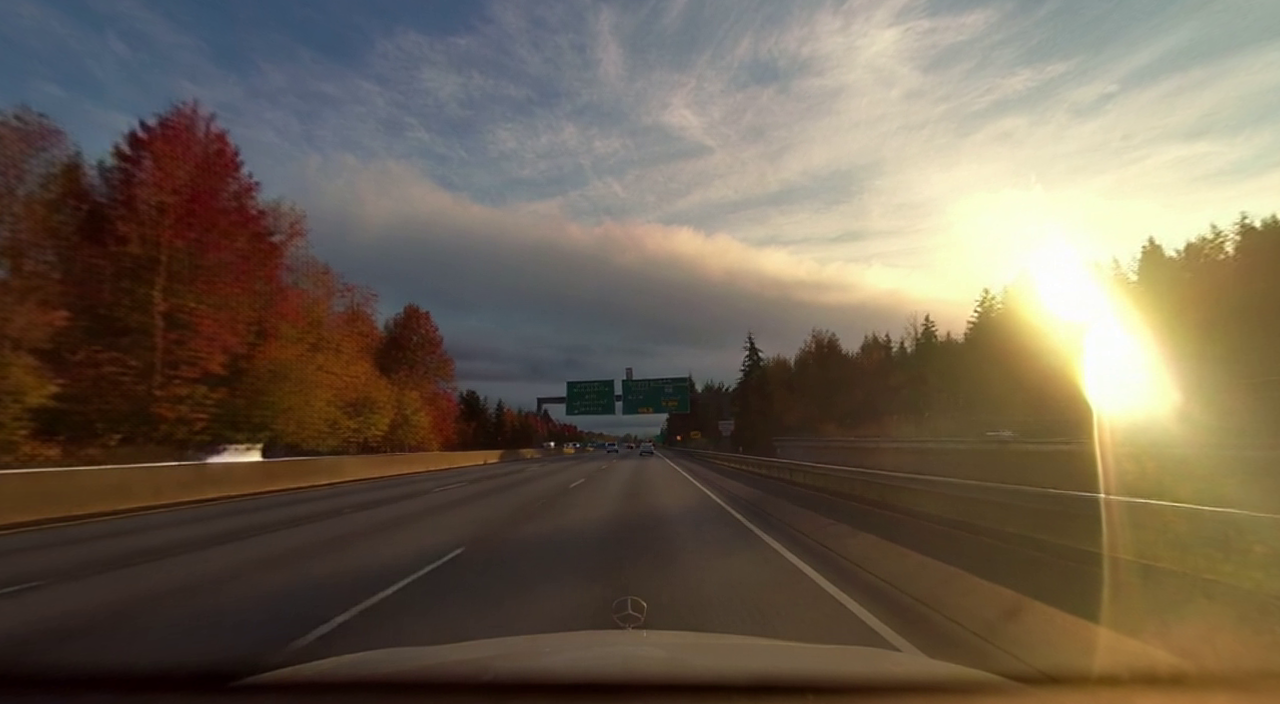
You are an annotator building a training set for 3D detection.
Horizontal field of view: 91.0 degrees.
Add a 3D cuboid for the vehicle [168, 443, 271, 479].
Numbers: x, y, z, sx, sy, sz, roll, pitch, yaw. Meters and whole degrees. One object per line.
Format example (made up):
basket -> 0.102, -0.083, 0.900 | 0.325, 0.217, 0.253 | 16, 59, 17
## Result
vehicle -> -20.444, 5.288, 30.839 | 1.932, 1.596, 4.588 | 0, -8, -1
